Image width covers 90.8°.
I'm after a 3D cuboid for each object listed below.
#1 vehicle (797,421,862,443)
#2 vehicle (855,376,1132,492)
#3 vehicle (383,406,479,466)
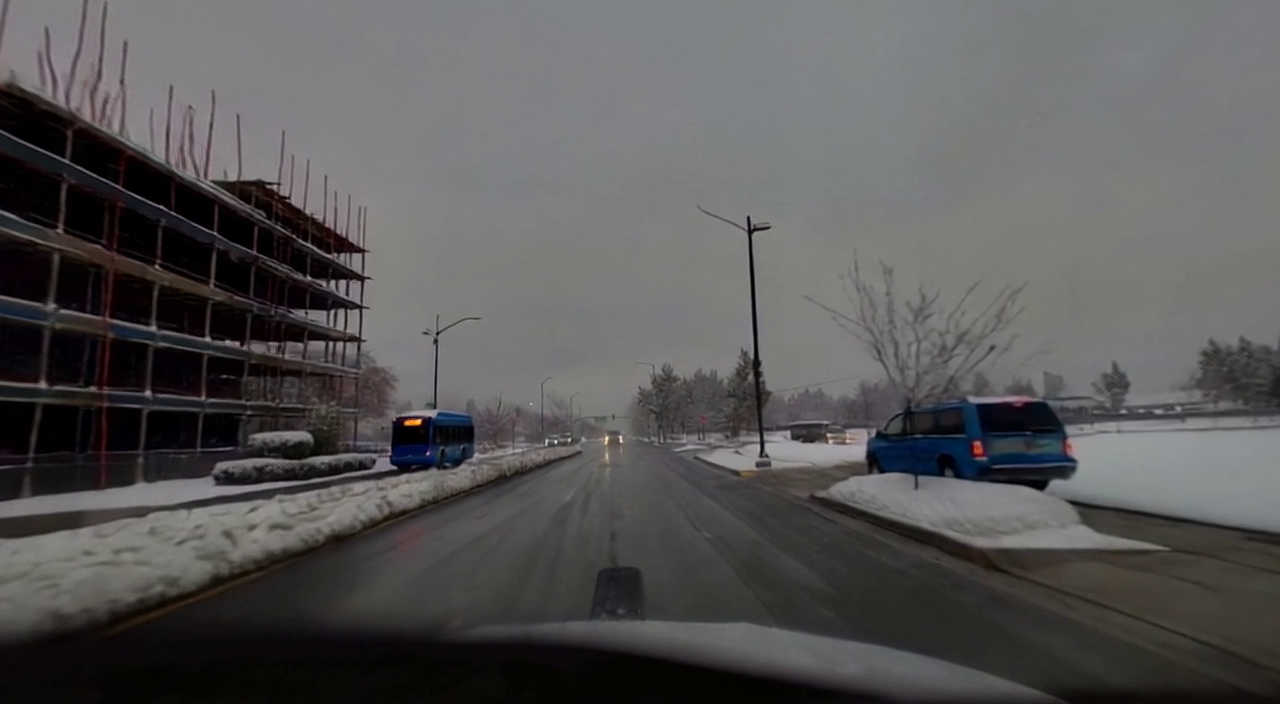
[{"bbox_3d":[13.070,5.563,43.698,3.897,1.470,1.829,0,-8,-2],"label":"vehicle"},{"bbox_3d":[6.870,1.775,13.418,2.267,1.911,5.816,0,-8,-3],"label":"vehicle"},{"bbox_3d":[-10.810,4.411,33.366,2.979,2.803,5.962,-1,-7,0],"label":"vehicle"}]
